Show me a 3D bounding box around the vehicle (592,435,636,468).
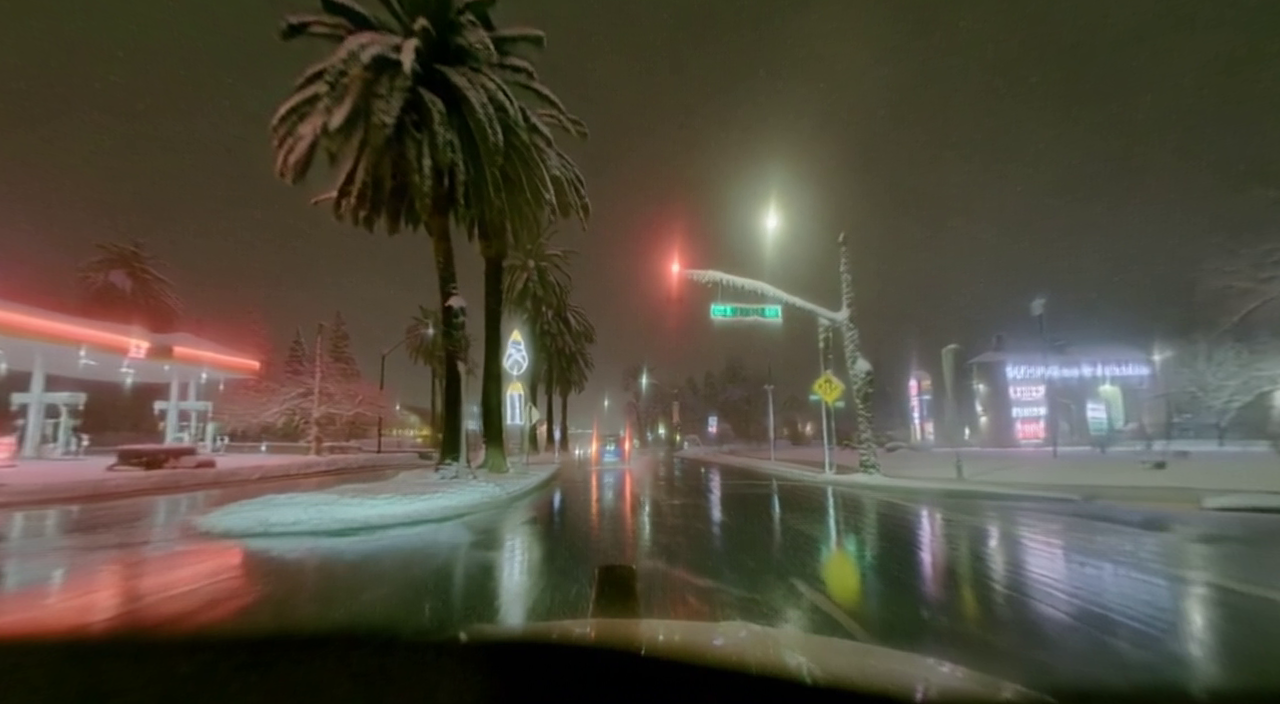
[{"bbox_3d":[-1.326,5.081,32.257,2.073,1.525,4.809,0,-9,-3],"label":"vehicle"}]
